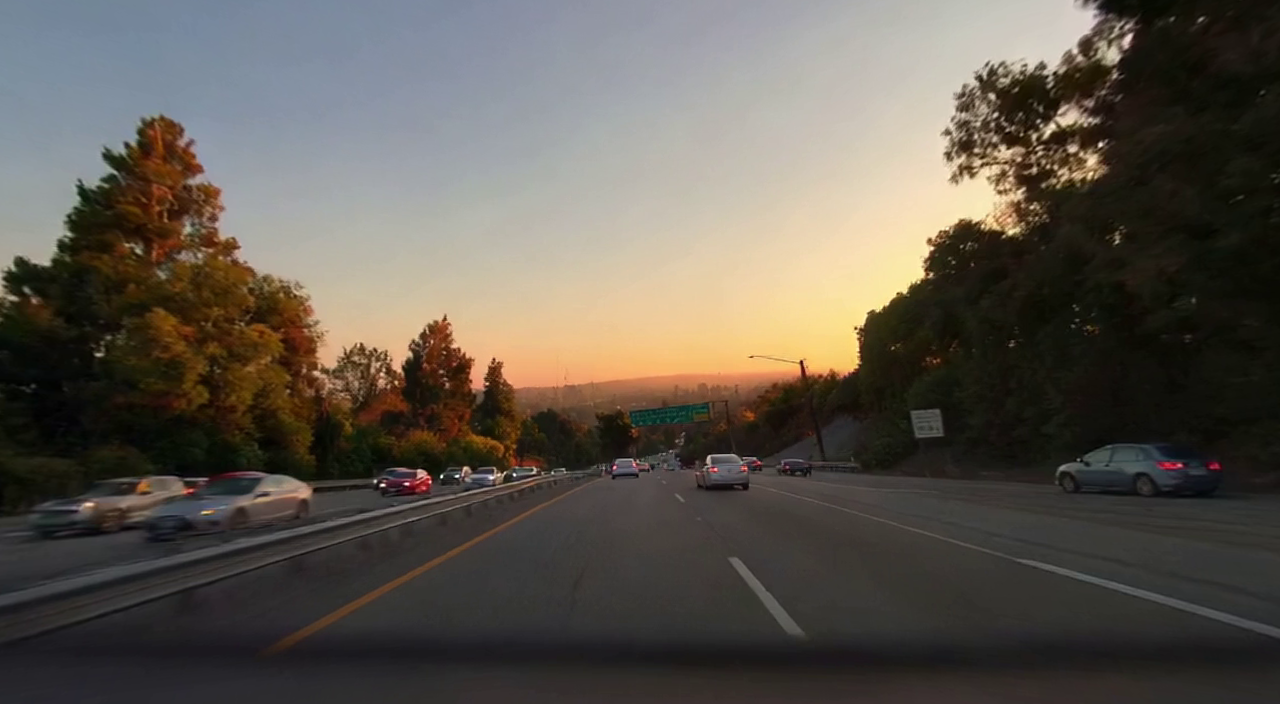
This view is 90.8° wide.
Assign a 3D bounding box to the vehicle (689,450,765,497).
[{"bbox_3d":[2.984,4.298,22.727,1.972,1.488,4.335,0,-9,-2],"label":"vehicle"}]

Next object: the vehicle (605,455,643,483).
[{"bbox_3d":[-0.885,6.843,37.130,2.090,1.510,4.280,0,-9,0],"label":"vehicle"}]

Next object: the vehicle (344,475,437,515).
[{"bbox_3d":[-10.554,6.075,27.139,2.201,1.417,4.255,0,-9,1],"label":"vehicle"}]

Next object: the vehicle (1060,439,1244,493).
[{"bbox_3d":[16.067,3.596,20.234,1.939,1.529,4.555,0,-9,-2],"label":"vehicle"}]

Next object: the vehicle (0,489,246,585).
[{"bbox_3d":[-10.864,3.810,13.555,1.974,1.417,4.286,0,-9,1],"label":"vehicle"}]

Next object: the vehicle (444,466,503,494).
[{"bbox_3d":[-10.606,8.194,40.735,2.420,1.511,4.810,0,-9,1],"label":"vehicle"}]
